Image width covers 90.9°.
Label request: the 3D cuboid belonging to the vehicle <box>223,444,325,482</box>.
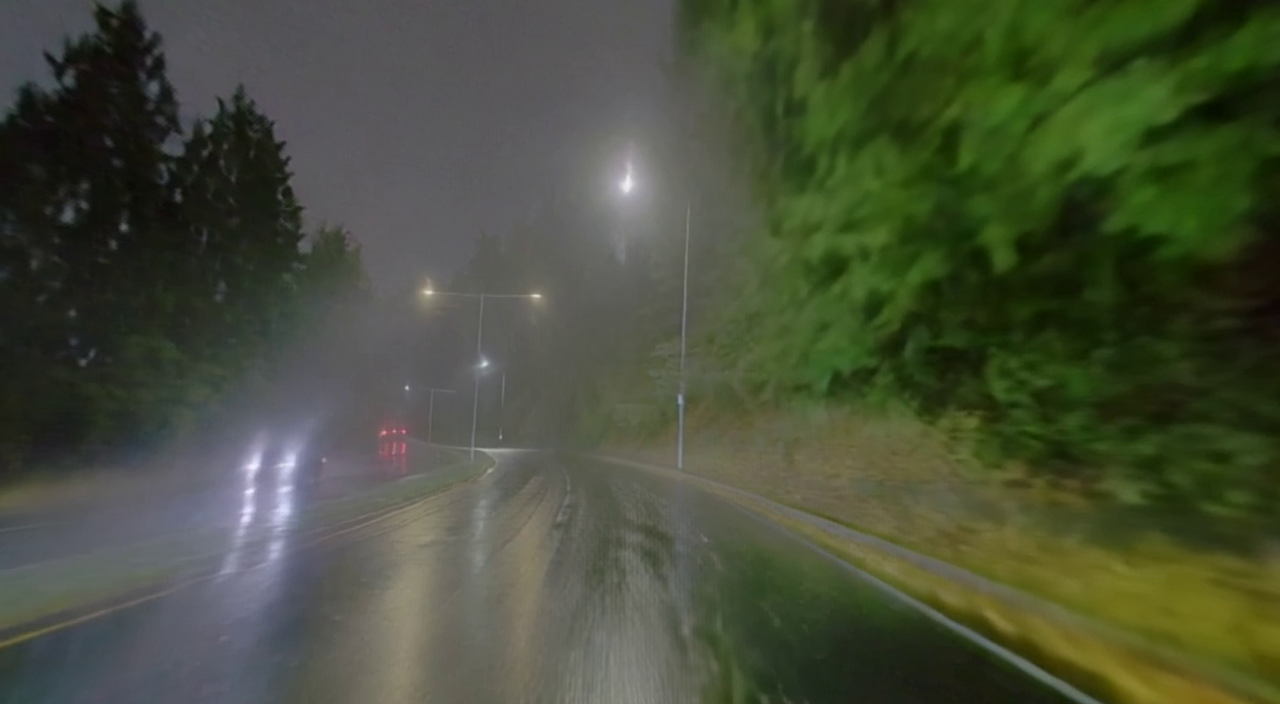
[{"bbox_3d":[-15.295,4.621,26.684,1.998,1.430,4.755,1,-9,-8],"label":"vehicle"}]
